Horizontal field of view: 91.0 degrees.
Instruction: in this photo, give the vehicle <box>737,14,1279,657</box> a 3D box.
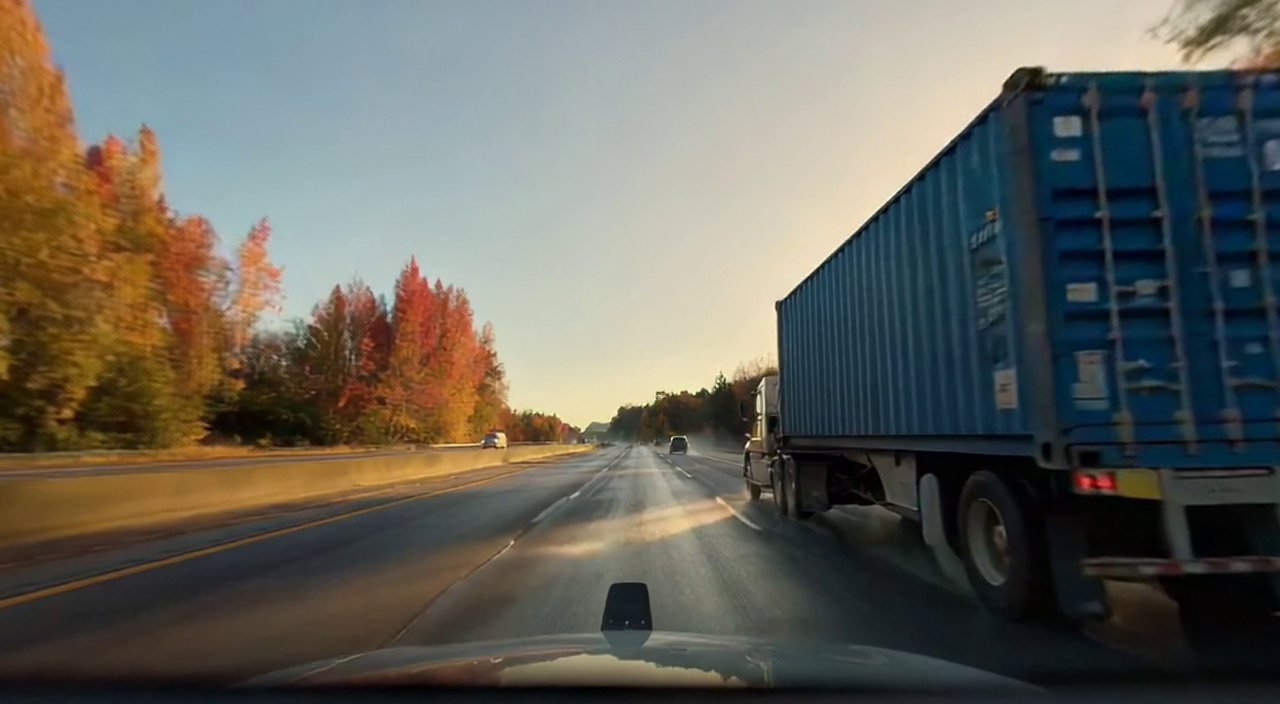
[{"bbox_3d":[4.027,0.682,10.317,2.903,4.003,13.046,0,-8,1],"label":"vehicle"}]
